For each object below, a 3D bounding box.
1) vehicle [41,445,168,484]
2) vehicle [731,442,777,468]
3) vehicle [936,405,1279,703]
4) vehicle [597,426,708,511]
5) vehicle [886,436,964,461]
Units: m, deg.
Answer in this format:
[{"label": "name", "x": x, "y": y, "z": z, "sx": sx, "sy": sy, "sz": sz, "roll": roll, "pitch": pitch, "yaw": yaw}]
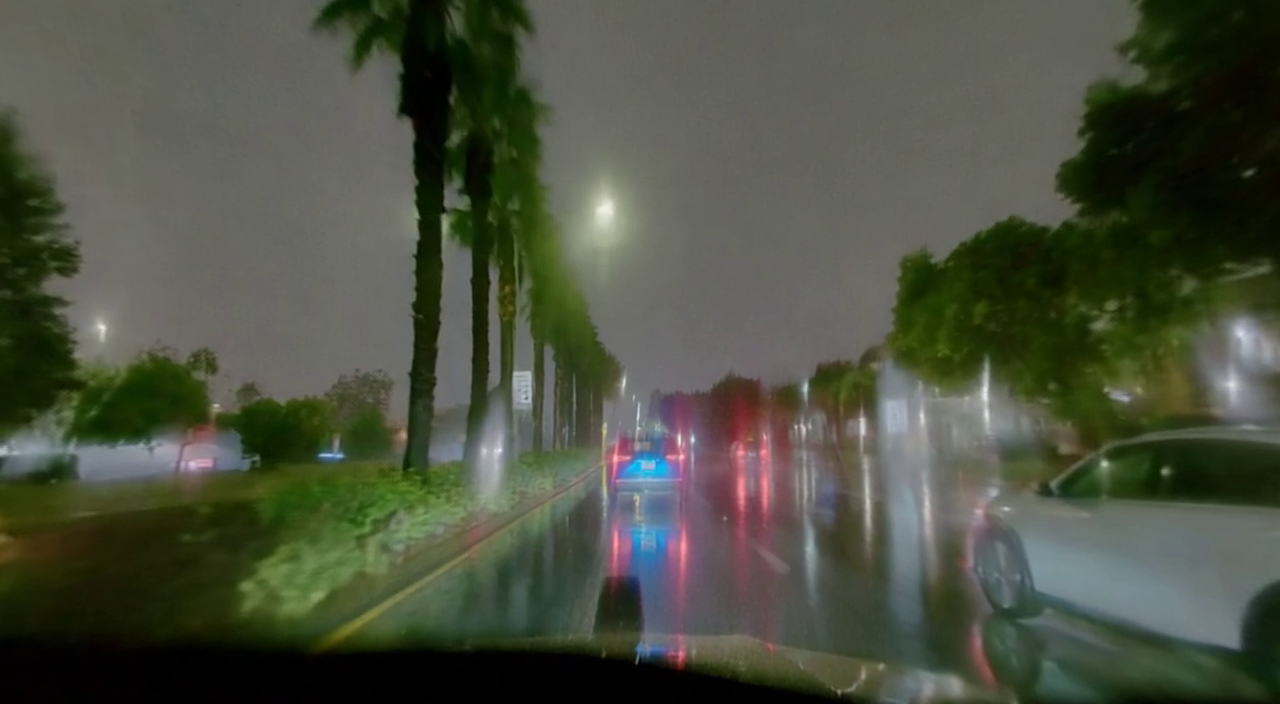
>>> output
[{"label": "vehicle", "x": -26.170, "y": 5.503, "z": 31.159, "sx": 1.975, "sy": 1.722, "sz": 4.761, "roll": 0, "pitch": -9, "yaw": 2}, {"label": "vehicle", "x": 6.993, "y": 6.360, "z": 39.236, "sx": 1.930, "sy": 1.457, "sz": 4.267, "roll": 0, "pitch": -8, "yaw": -2}, {"label": "vehicle", "x": 3.880, "y": 1.128, "z": 3.847, "sx": 1.941, "sy": 1.472, "sz": 4.570, "roll": 0, "pitch": -8, "yaw": 0}, {"label": "vehicle", "x": 0.212, "y": 2.669, "z": 14.978, "sx": 2.239, "sy": 1.693, "sz": 4.301, "roll": 0, "pitch": -8, "yaw": -1}, {"label": "vehicle", "x": 19.414, "y": 6.596, "z": 43.149, "sx": 4.392, "sy": 1.628, "sz": 1.982, "roll": 0, "pitch": -8, "yaw": -2}]
